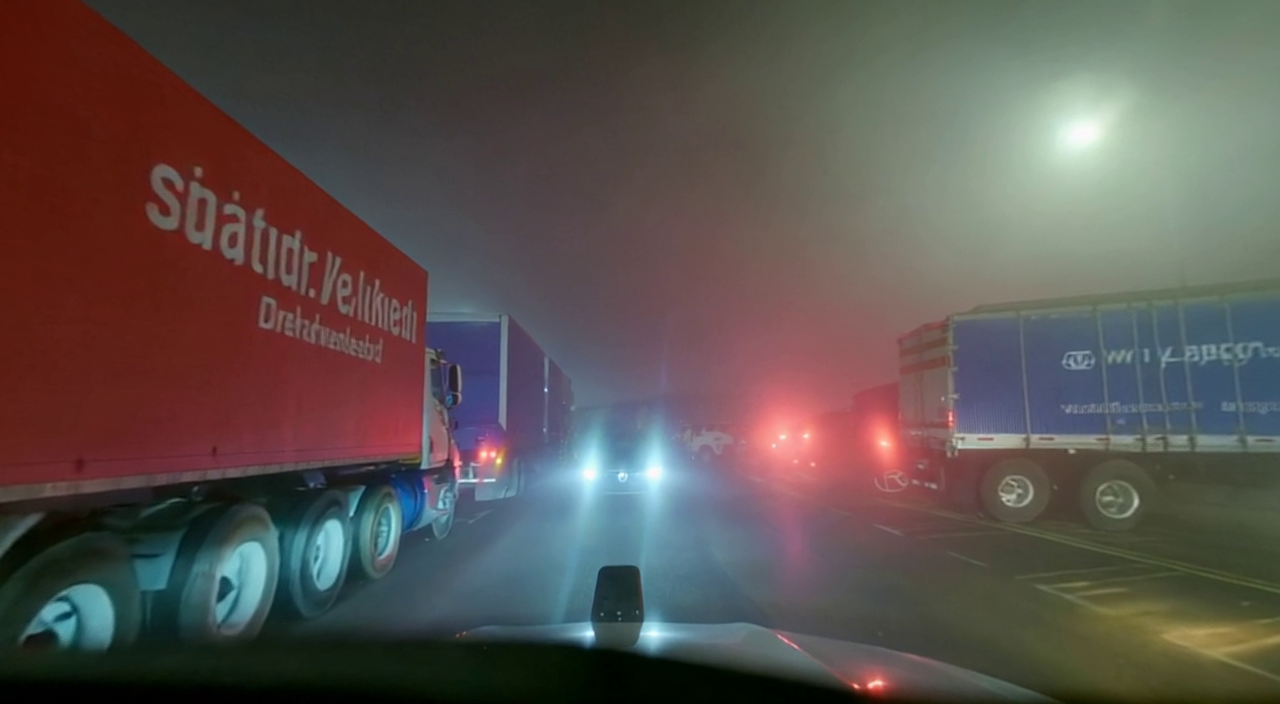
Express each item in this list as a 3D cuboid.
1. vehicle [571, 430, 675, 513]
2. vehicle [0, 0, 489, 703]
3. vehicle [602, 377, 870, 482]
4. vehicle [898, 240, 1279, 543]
[{"bbox_3d":[-0.377,2.780,15.029,2.140,1.682,3.971,0,-9,-1],"label":"vehicle"},{"bbox_3d":[-3.984,0.655,5.975,2.986,3.391,9.523,0,-9,-2],"label":"vehicle"},{"bbox_3d":[3.734,3.858,30.972,2.877,4.124,14.516,3,-8,-41],"label":"vehicle"},{"bbox_3d":[11.136,0.471,8.592,13.564,4.152,3.110,-9,-12,42],"label":"vehicle"}]
